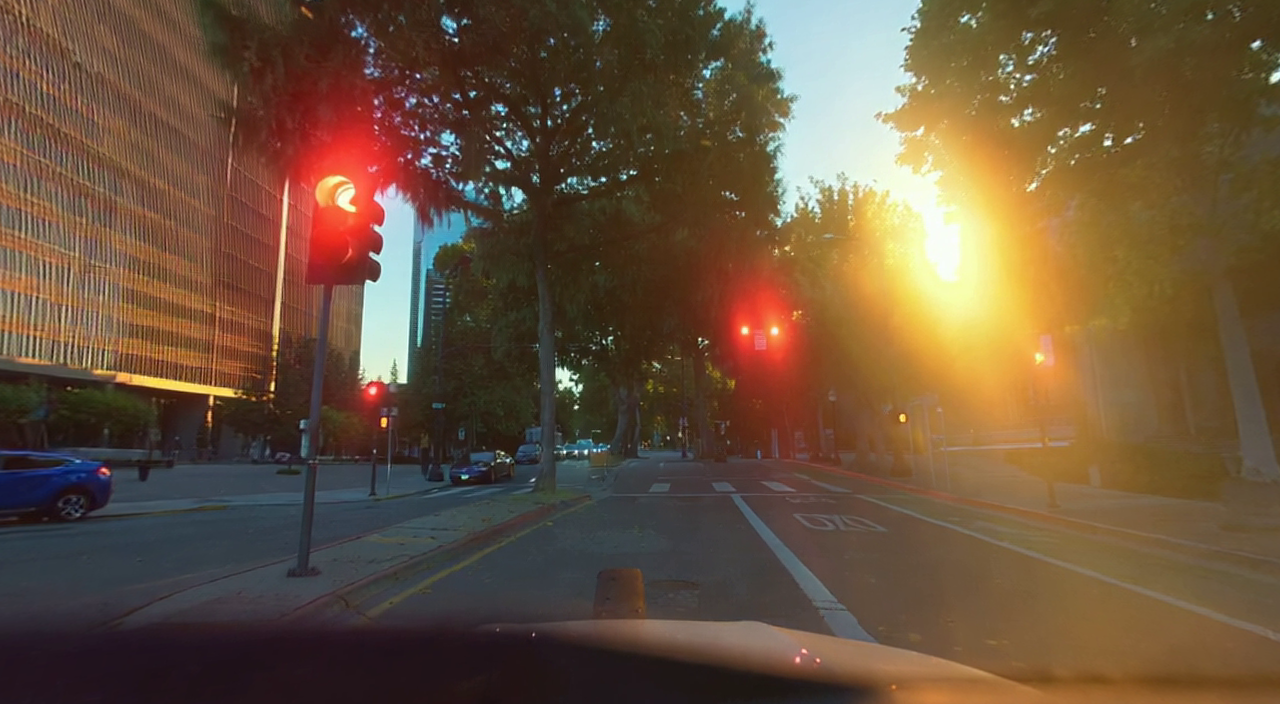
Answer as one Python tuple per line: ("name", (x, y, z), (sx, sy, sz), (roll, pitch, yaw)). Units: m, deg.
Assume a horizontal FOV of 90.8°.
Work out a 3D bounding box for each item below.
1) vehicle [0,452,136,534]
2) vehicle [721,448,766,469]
("vehicle", (-12.856, 2.716, 12.273), (4.598, 1.490, 1.816), (7, -11, -40))
("vehicle", (7.862, 8.124, 48.419), (1.829, 1.440, 4.384), (2, -9, -14))
